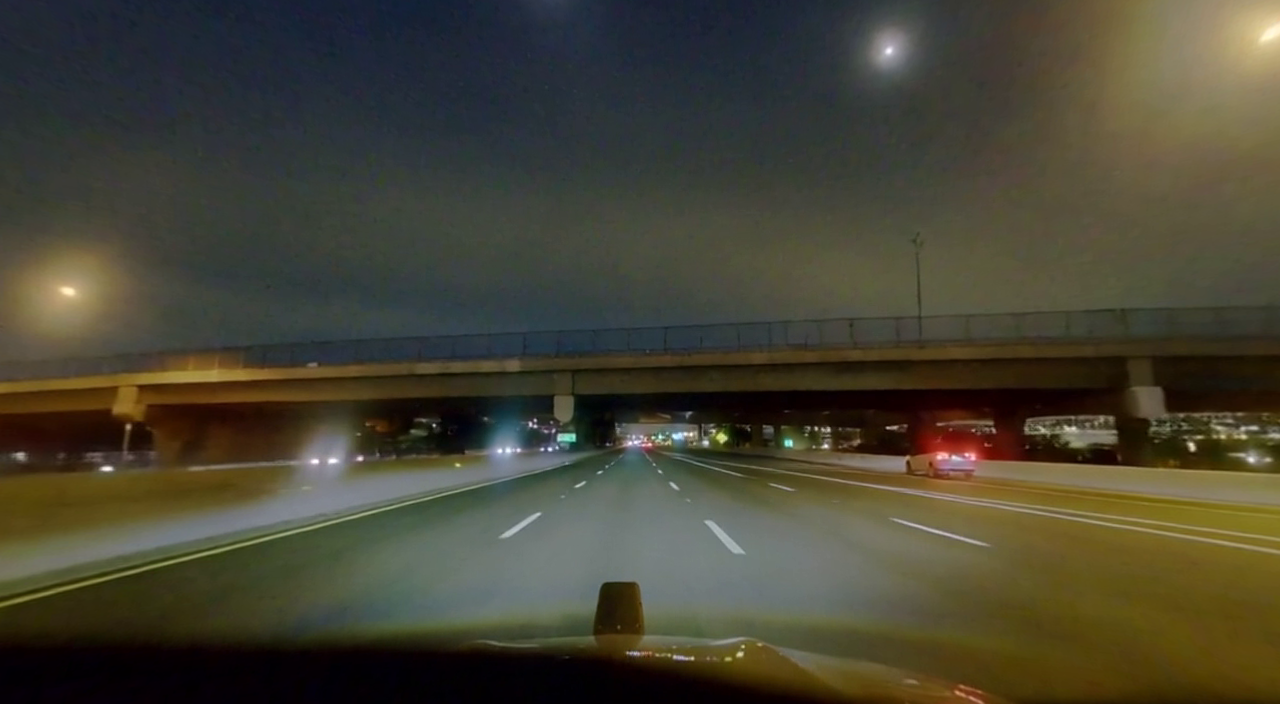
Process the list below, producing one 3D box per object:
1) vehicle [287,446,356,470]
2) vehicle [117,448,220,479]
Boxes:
[{"bbox_3d":[-20.814,6.919,41.540,1.980,1.493,4.801,0,-9,0],"label":"vehicle"},{"bbox_3d":[-24.159,5.705,32.631,1.825,1.435,4.568,0,-9,0],"label":"vehicle"}]
